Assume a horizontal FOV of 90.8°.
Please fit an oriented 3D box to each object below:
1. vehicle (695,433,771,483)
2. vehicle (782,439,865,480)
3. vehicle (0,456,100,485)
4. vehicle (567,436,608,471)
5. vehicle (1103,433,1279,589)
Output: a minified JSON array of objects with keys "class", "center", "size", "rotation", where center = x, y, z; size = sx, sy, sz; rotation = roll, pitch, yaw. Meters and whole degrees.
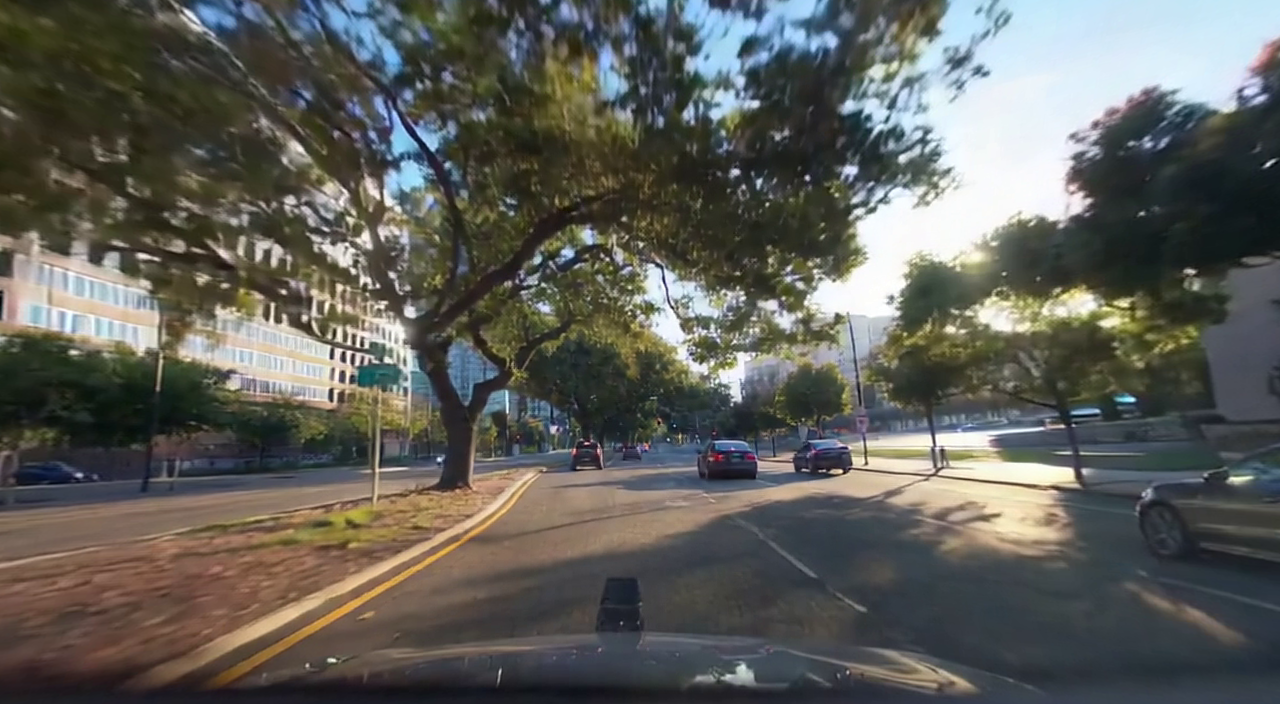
[{"class":"vehicle","center":[3.546,4.162,25.102],"size":[2.152,1.742,4.704],"rotation":[0,-8,-2]},{"class":"vehicle","center":[7.421,4.386,26.067],"size":[1.944,1.503,4.723],"rotation":[0,-8,-1]},{"class":"vehicle","center":[-33.908,6.758,36.013],"size":[4.468,1.535,1.940],"rotation":[0,-8,1]},{"class":"vehicle","center":[-2.880,5.648,35.323],"size":[2.155,1.797,3.989],"rotation":[0,-8,-3]},{"class":"vehicle","center":[6.893,1.471,5.855],"size":[1.830,1.443,4.351],"rotation":[0,-8,-1]}]
